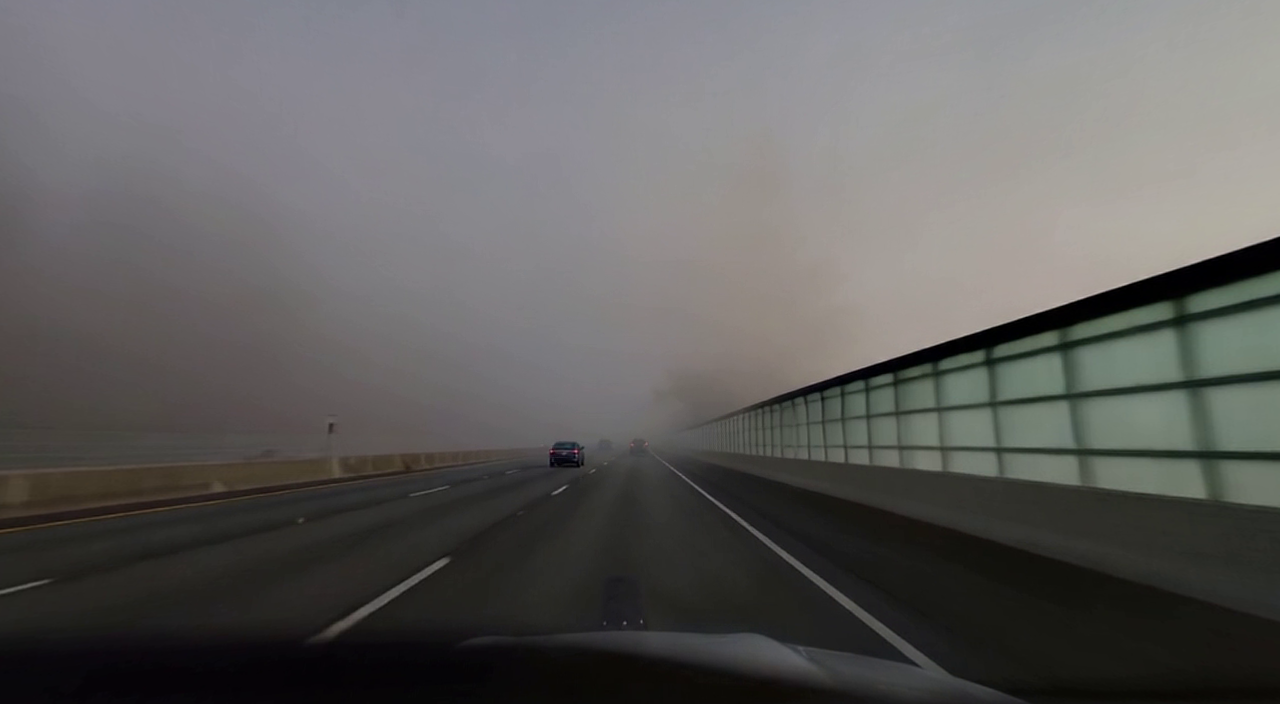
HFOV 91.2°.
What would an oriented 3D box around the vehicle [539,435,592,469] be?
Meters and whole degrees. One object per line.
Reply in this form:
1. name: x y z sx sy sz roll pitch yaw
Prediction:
1. vehicle: -3.546 4.884 30.726 2.059 1.541 4.296 0 -8 0
